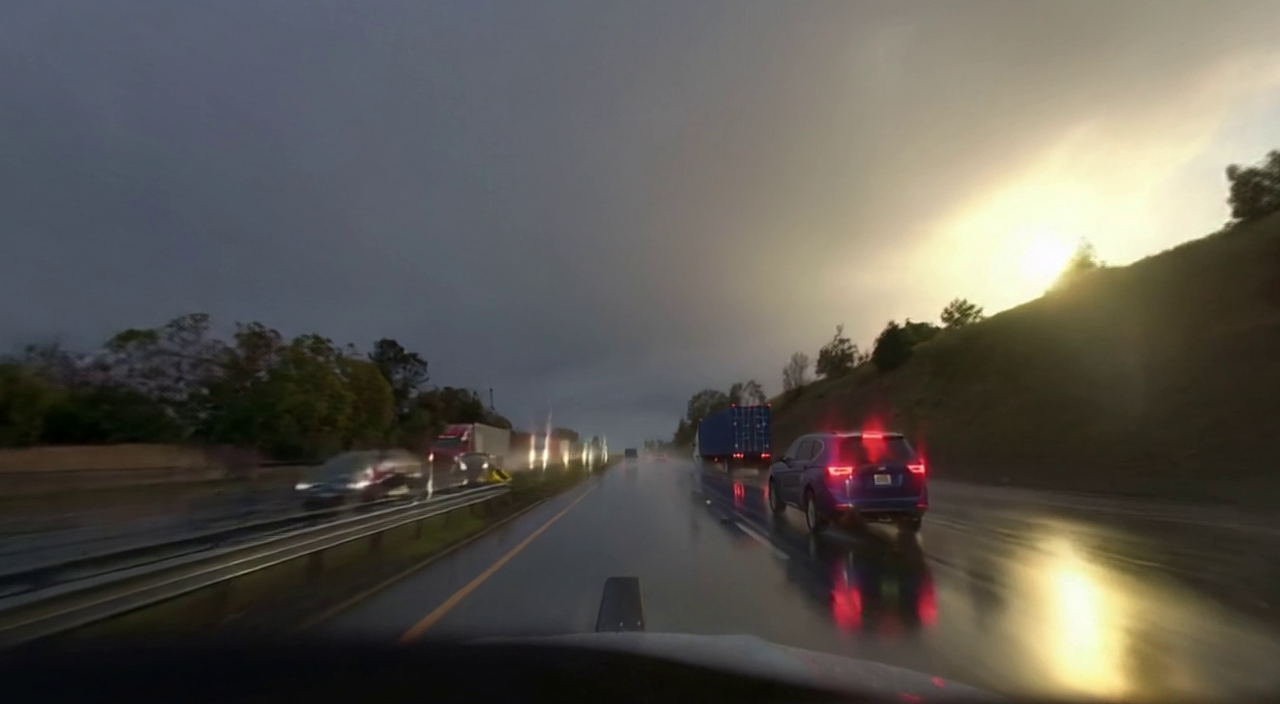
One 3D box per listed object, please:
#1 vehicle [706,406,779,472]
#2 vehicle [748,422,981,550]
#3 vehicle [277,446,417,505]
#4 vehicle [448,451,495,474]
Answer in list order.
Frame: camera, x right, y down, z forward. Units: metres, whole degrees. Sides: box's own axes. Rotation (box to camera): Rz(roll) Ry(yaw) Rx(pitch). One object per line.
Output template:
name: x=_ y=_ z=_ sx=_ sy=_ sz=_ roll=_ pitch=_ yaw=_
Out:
vehicle: x=7.095 y=6.460 z=46.262 sx=2.882 sy=4.109 sz=13.567 roll=0 pitch=-9 yaw=-1
vehicle: x=3.356 y=2.115 z=10.629 sx=2.130 sy=1.658 sz=4.537 roll=0 pitch=-9 yaw=-2
vehicle: x=-8.148 y=3.450 z=18.106 sx=1.809 sy=1.453 sz=4.501 roll=0 pitch=-9 yaw=1
vehicle: x=-11.336 y=7.463 z=42.754 sx=1.879 sy=1.456 sz=4.460 roll=0 pitch=-9 yaw=1
